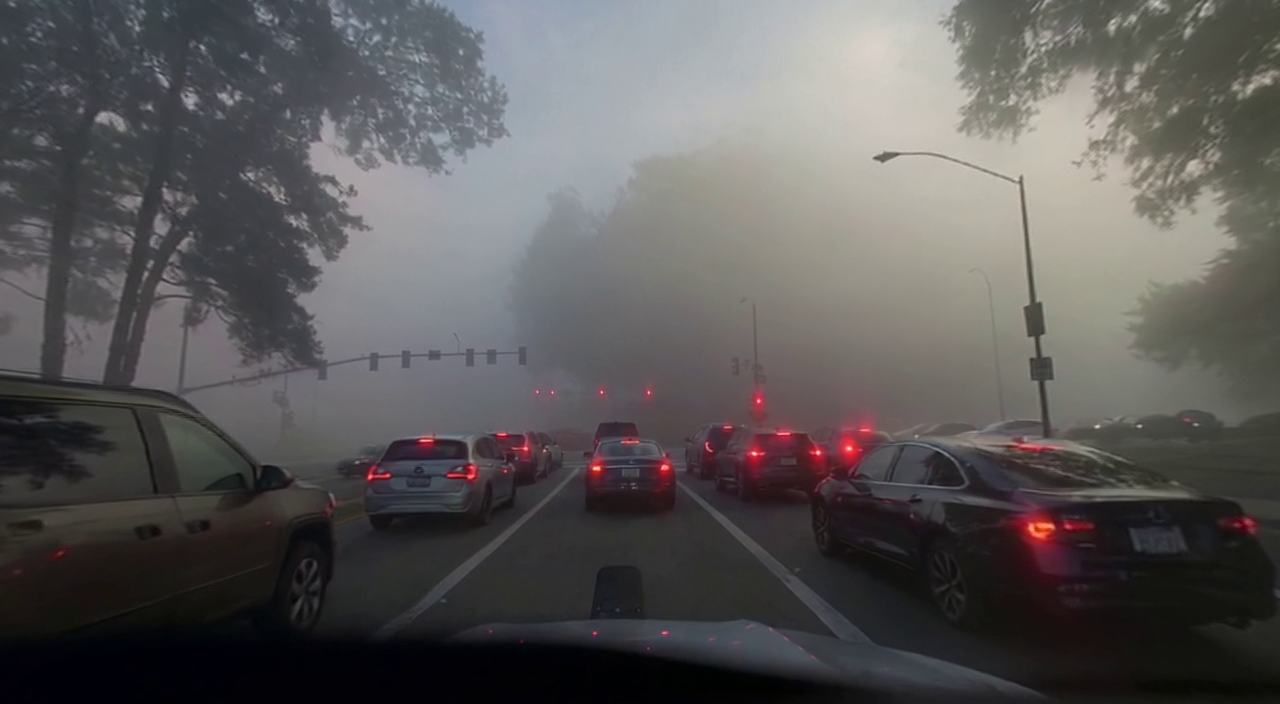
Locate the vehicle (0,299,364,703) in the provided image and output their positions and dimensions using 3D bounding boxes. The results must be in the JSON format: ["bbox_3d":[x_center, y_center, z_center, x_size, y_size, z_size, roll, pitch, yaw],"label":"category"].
[{"bbox_3d":[-3.226,0.792,2.695,2.079,1.756,4.676,0,-8,-2],"label":"vehicle"}]

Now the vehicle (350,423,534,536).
[{"bbox_3d":[-3.113,2.090,10.961,1.896,1.546,4.378,0,-8,-2],"label":"vehicle"}]

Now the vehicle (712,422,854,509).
[{"bbox_3d":[3.004,2.497,14.283,2.106,1.667,4.101,0,-8,-2],"label":"vehicle"}]

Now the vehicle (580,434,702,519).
[{"bbox_3d":[-0.065,2.400,12.679,2.076,1.438,3.770,0,-8,-2],"label":"vehicle"}]

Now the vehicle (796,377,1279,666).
[{"bbox_3d":[3.140,1.310,5.975,2.074,1.685,4.387,0,-8,-2],"label":"vehicle"}]
